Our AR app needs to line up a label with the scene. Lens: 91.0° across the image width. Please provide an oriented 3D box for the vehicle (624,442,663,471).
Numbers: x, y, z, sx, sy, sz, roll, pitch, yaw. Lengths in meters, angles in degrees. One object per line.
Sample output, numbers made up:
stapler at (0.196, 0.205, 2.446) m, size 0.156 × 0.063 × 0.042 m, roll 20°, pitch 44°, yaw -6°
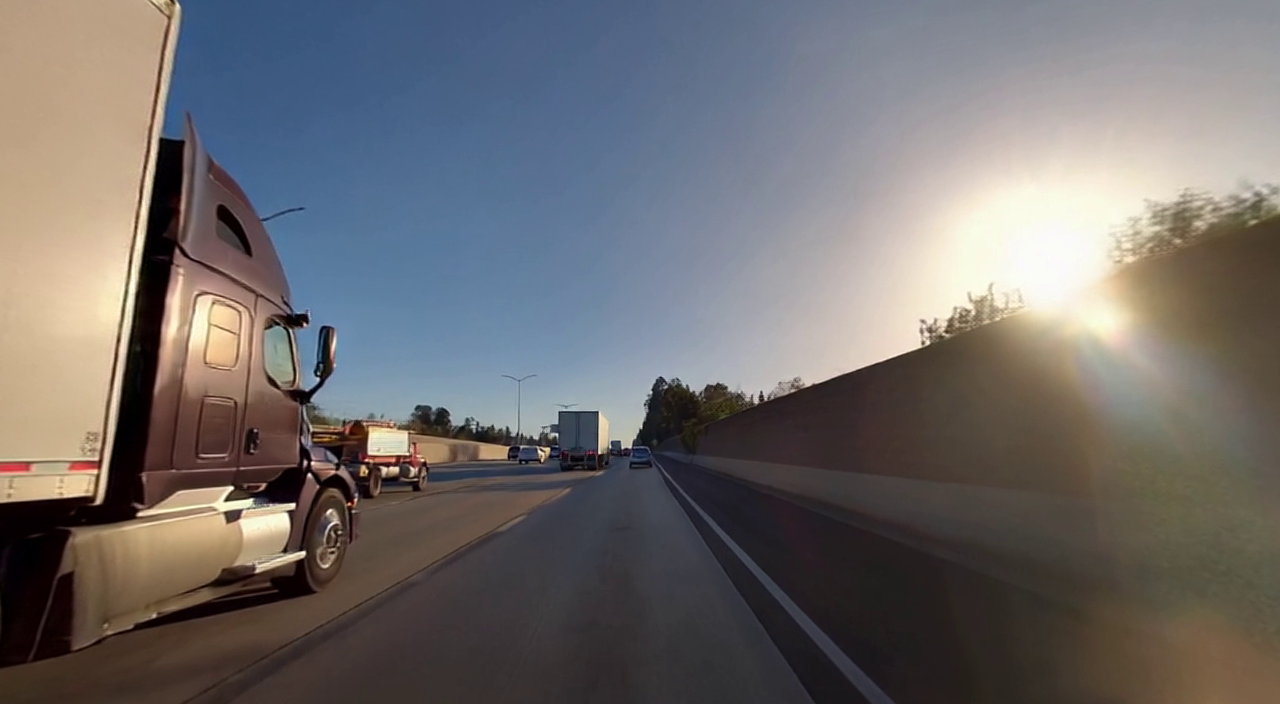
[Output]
vehicle at (0.222, 6.200, 37.528) m, size 2.178 × 1.640 × 4.071 m, roll 0°, pitch -9°, yaw 1°

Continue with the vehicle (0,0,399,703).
vehicle at (-3.631, -0.074, 0.510) m, size 3.025 × 3.266 × 9.256 m, roll 0°, pitch -9°, yaw 1°

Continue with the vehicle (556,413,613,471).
vehicle at (-3.424, 5.939, 41.198) m, size 2.956 × 3.331 × 9.575 m, roll 0°, pitch -9°, yaw -1°

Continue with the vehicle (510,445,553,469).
vehicle at (-7.091, 6.922, 41.495) m, size 1.962 × 1.489 × 4.002 m, roll 0°, pitch -9°, yaw 2°
